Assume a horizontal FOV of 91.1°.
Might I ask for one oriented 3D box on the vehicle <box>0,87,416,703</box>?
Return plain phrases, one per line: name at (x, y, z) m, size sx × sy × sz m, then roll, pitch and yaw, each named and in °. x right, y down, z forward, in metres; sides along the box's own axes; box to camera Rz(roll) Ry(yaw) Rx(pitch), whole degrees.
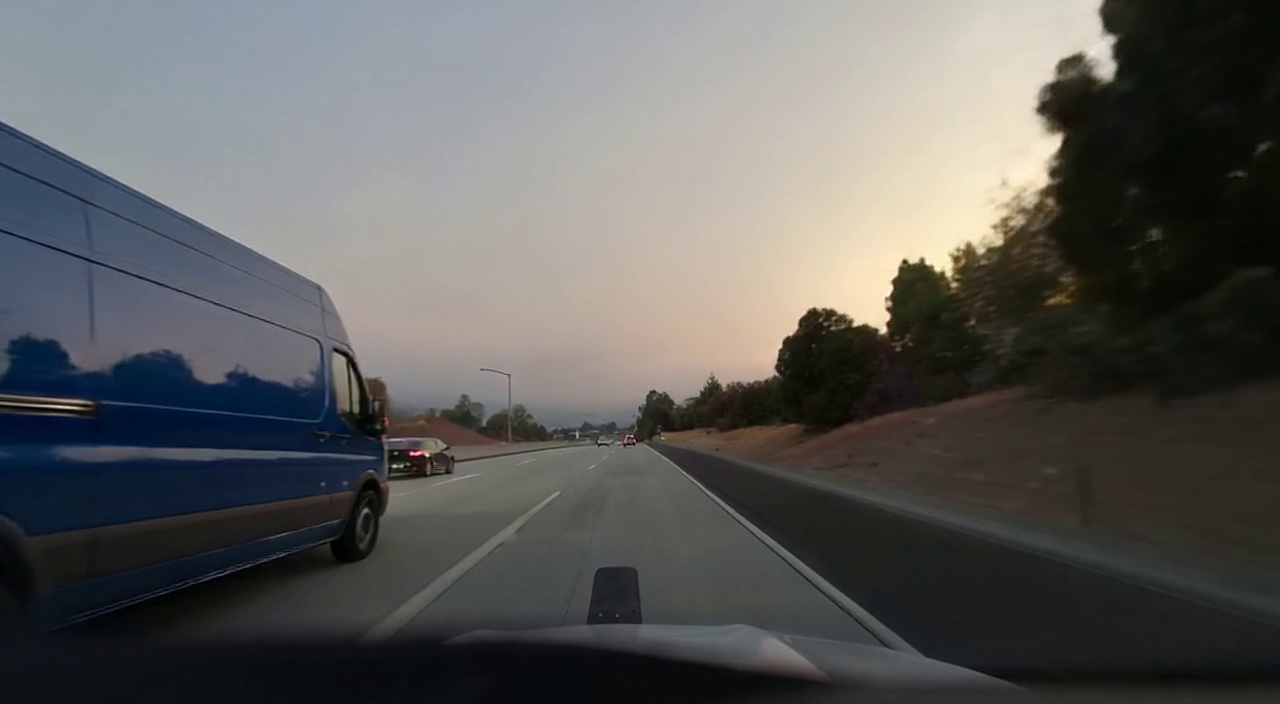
vehicle at (-3.998, 0.434, 4.060) m, size 2.428 × 2.782 × 7.330 m, roll 0°, pitch -8°, yaw 0°
